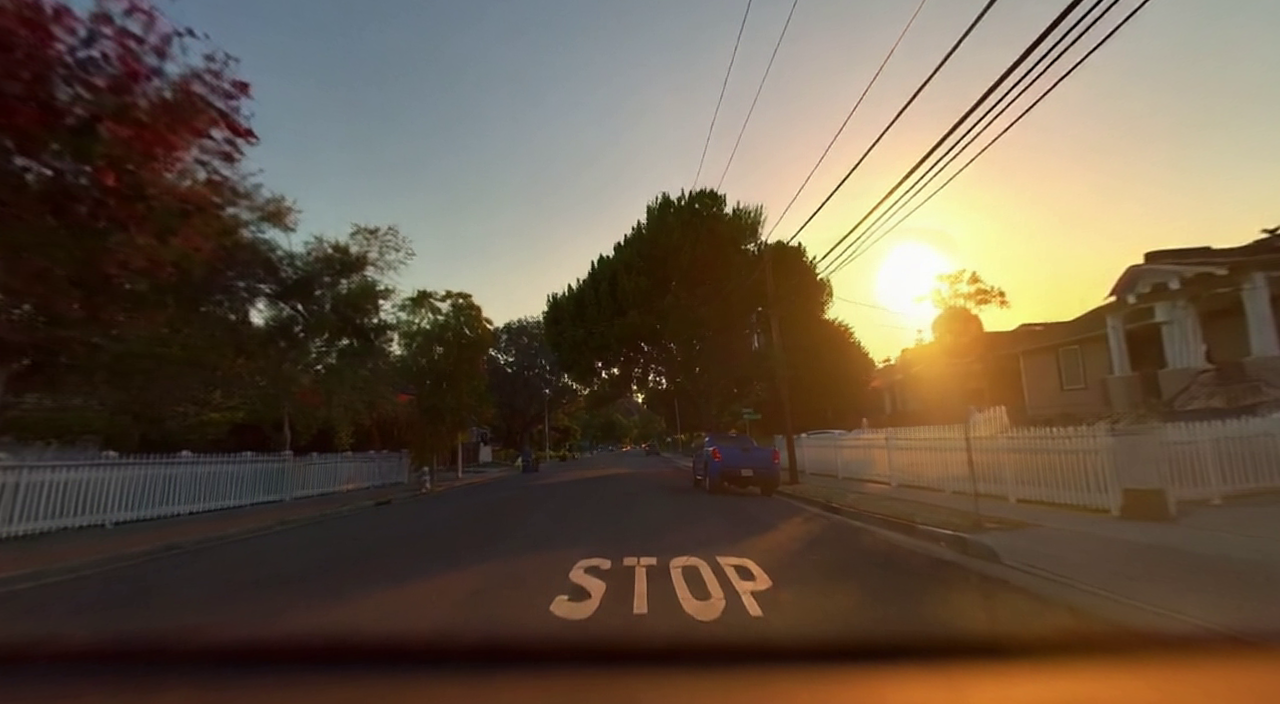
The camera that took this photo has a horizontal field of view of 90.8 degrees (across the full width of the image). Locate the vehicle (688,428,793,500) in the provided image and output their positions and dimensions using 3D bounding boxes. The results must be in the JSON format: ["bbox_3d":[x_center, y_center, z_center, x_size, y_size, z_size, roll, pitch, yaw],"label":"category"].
[{"bbox_3d":[2.694,3.169,18.233,2.126,1.795,4.751,0,-9,-1],"label":"vehicle"}]
